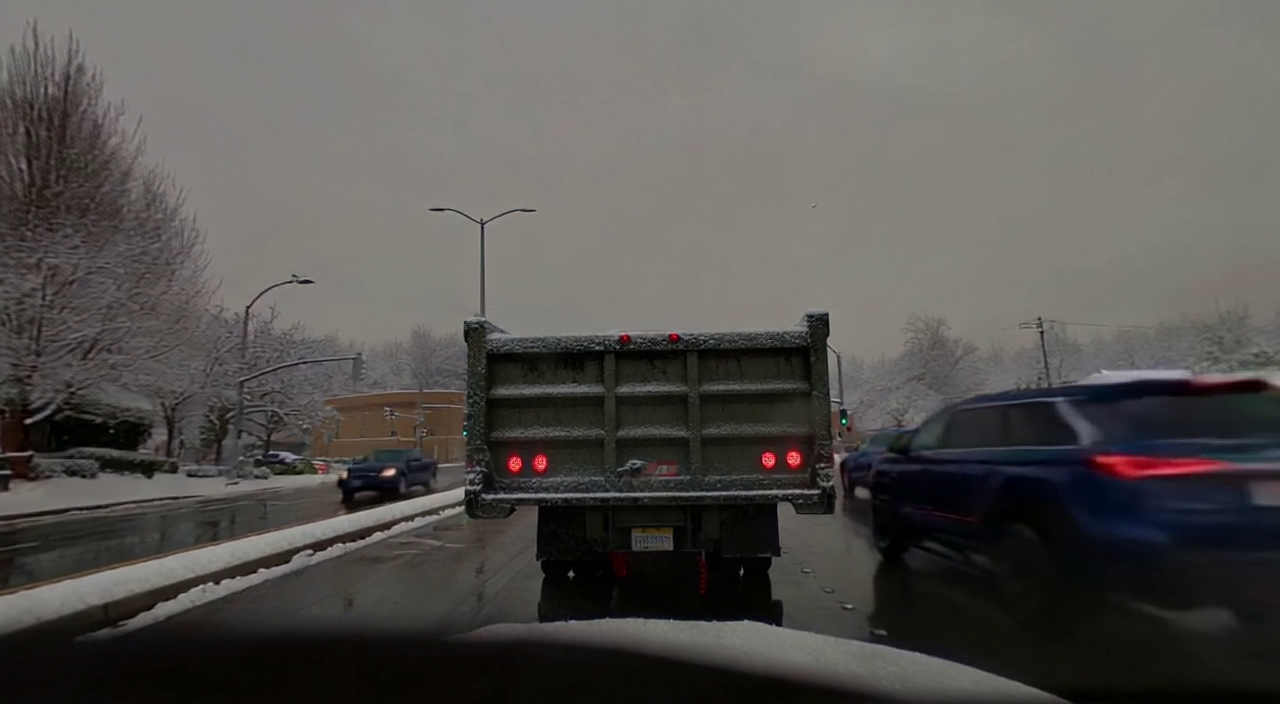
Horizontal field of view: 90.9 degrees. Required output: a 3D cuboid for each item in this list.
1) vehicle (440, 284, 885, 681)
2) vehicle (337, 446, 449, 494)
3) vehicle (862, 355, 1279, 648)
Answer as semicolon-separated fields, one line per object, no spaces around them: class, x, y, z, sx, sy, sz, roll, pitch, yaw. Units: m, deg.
vehicle;0.260;1.272;7.394;2.650;2.391;7.008;-1;-8;2
vehicle;-8.411;4.030;22.016;2.006;1.479;4.643;-1;-8;1
vehicle;4.216;1.299;6.509;2.066;1.910;4.606;0;-8;-1
